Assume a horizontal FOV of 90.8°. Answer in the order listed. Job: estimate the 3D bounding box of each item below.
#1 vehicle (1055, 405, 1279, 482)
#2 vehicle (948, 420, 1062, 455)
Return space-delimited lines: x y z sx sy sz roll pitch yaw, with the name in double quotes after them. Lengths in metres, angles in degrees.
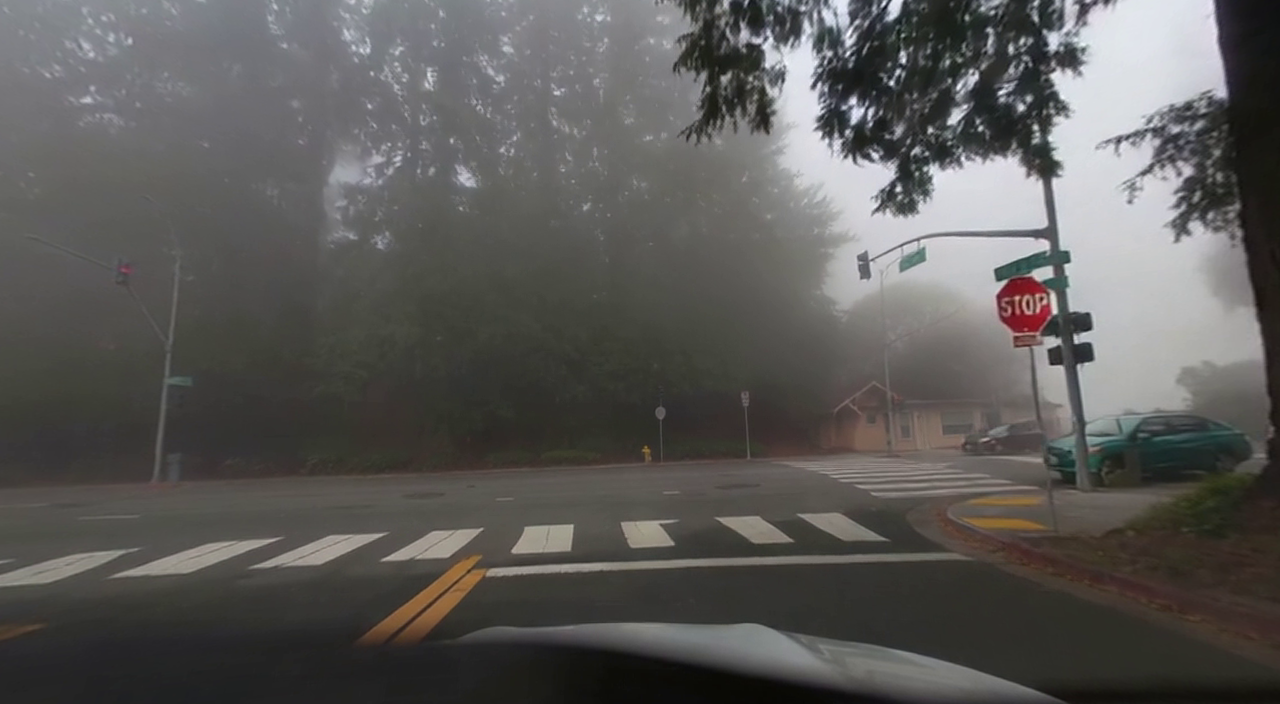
12.802 2.209 15.286 4.208 1.685 2.014 1 -8 -8 "vehicle"
16.734 3.929 29.034 4.296 1.499 1.814 1 -9 -10 "vehicle"
